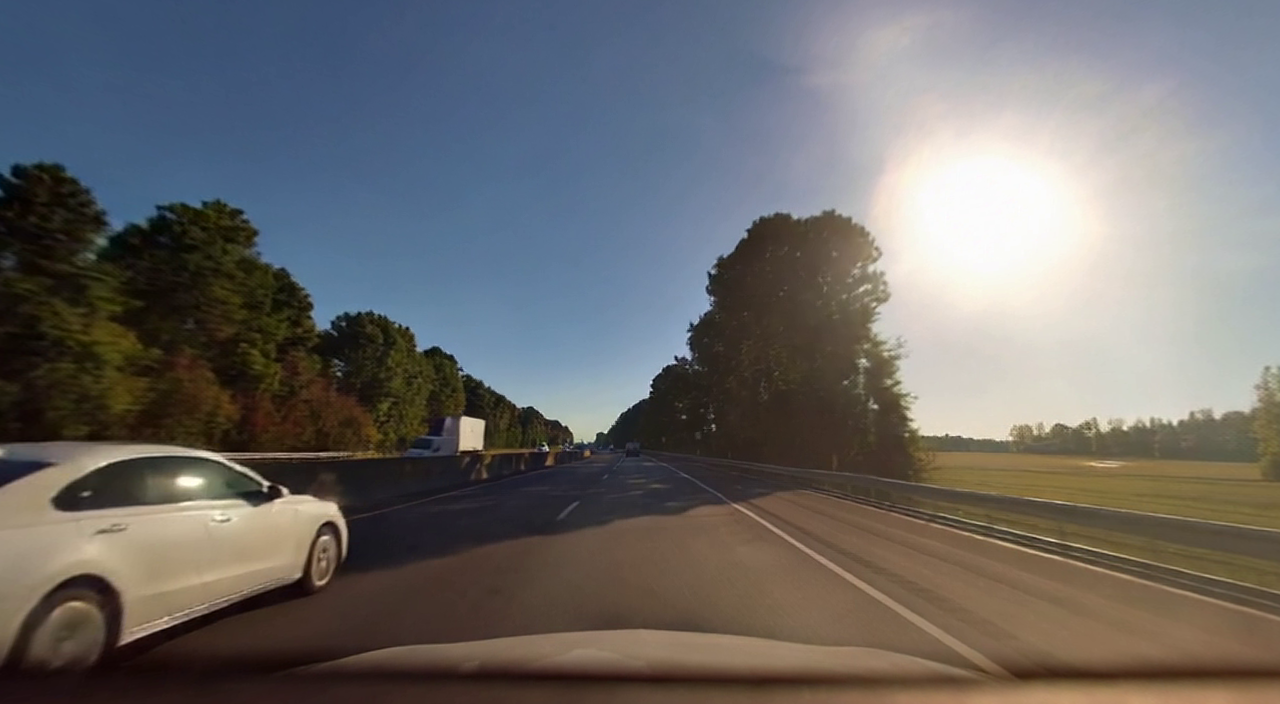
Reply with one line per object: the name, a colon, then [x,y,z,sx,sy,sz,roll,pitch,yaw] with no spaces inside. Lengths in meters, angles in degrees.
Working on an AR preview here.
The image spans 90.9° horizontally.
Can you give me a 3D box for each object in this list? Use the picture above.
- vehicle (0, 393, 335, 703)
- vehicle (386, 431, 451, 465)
vehicle: [-3.439,0.981,2.753,1.977,1.520,4.361,0,-9,1]
vehicle: [-12.584,5.494,36.175,2.006,1.802,4.720,0,-9,0]
